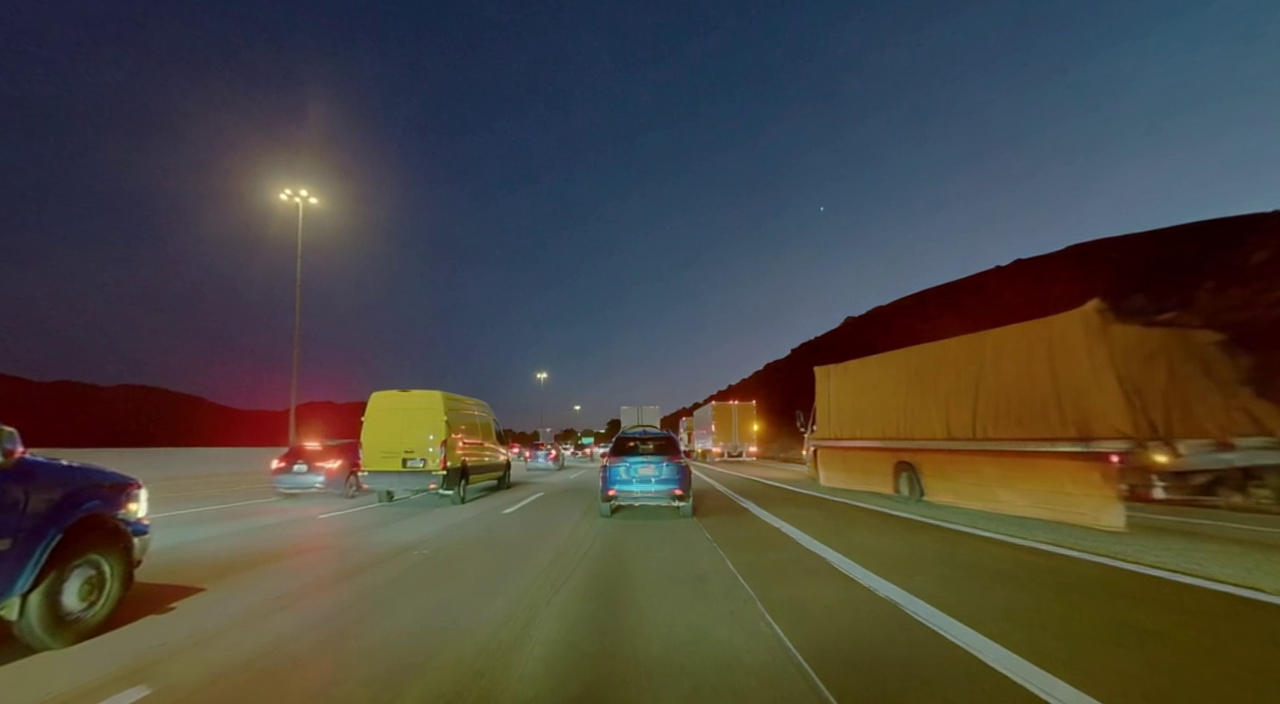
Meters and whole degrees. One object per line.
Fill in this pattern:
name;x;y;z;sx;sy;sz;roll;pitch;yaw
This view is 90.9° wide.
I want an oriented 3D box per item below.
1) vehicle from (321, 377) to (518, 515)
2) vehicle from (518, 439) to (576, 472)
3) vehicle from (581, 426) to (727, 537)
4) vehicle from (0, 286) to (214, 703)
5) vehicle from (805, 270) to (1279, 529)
vehicle;-4.595;2.136;14.467;2.300;2.522;5.701;-1;-8;1
vehicle;-4.321;4.892;30.020;2.007;1.457;4.447;-1;-8;1
vehicle;0.153;2.071;10.679;2.003;1.499;3.930;0;-8;-1
vehicle;-4.281;0.544;1.870;2.195;2.086;5.445;0;-8;0
vehicle;7.547;1.483;15.071;2.977;3.878;11.111;1;-8;-7
